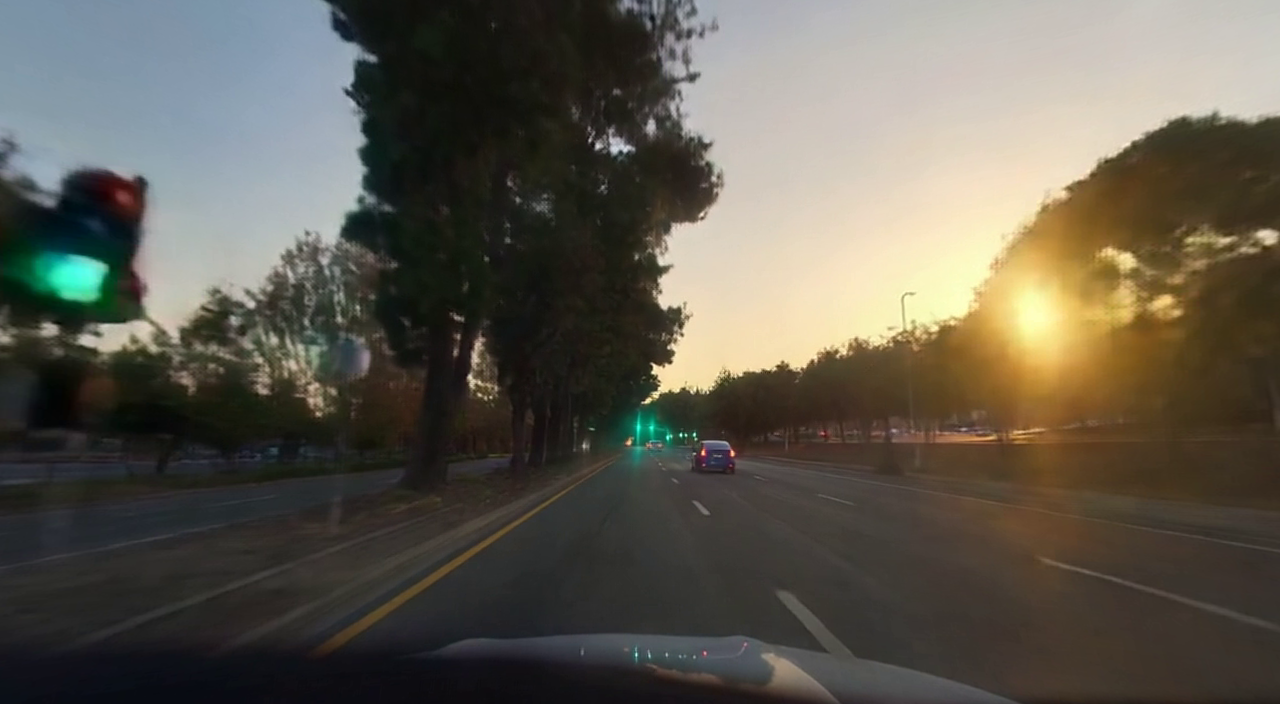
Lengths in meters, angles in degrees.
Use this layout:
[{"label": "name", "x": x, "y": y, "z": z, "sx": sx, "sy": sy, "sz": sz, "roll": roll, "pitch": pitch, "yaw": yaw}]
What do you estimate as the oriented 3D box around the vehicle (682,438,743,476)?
[{"label": "vehicle", "x": 3.053, "y": 4.516, "z": 27.364, "sx": 2.056, "sy": 1.483, "sz": 4.091, "roll": 0, "pitch": -8, "yaw": -1}]
